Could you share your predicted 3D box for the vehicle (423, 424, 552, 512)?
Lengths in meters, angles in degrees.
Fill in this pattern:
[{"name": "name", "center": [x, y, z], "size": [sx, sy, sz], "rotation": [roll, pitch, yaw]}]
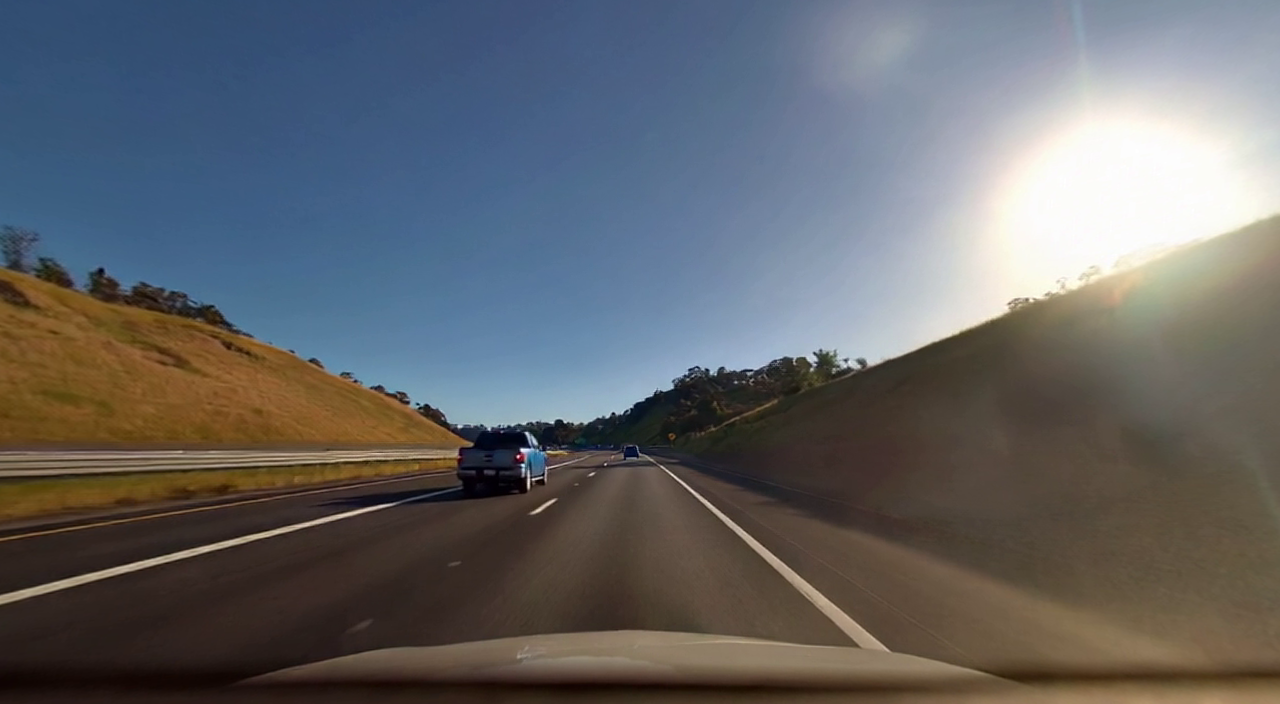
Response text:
[{"name": "vehicle", "center": [-3.567, 2.825, 15.807], "size": [1.942, 1.828, 4.868], "rotation": [0, -9, 1]}]
